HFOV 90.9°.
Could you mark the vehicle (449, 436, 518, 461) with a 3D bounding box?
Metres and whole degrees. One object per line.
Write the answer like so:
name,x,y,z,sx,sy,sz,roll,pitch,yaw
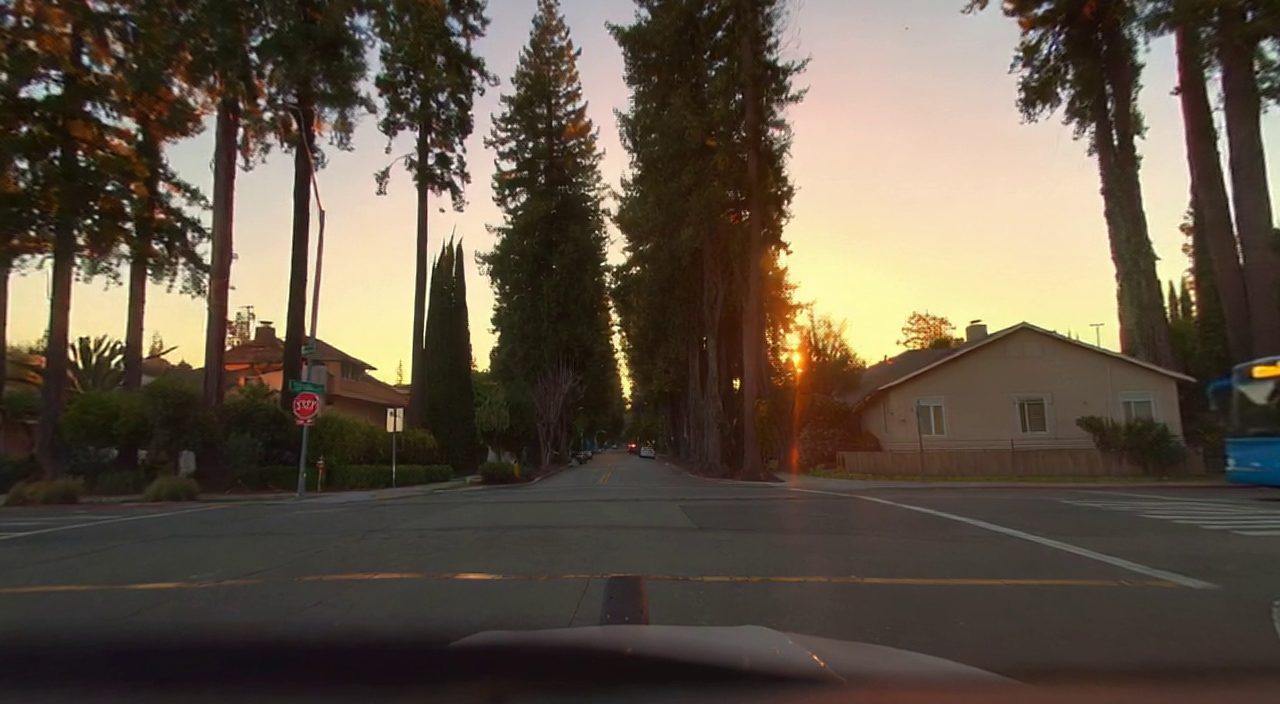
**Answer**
vehicle,-11.686,7.212,47.245,4.622,1.782,1.836,0,-8,0
